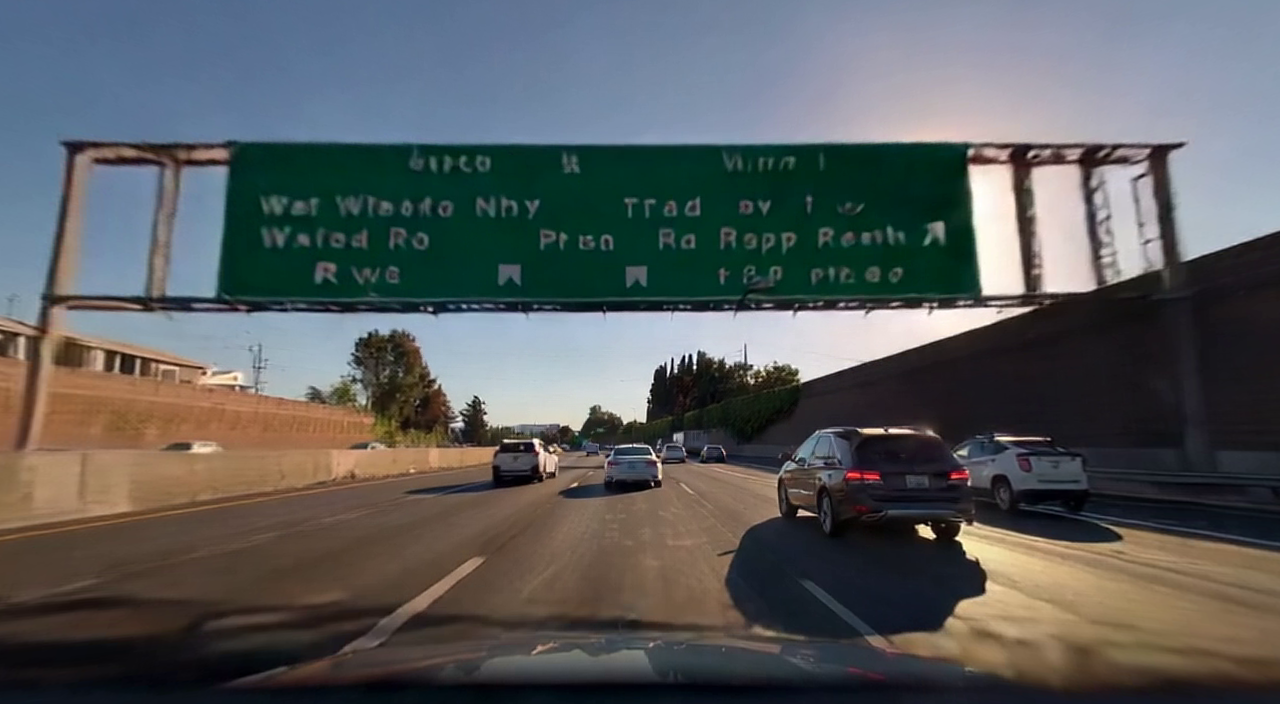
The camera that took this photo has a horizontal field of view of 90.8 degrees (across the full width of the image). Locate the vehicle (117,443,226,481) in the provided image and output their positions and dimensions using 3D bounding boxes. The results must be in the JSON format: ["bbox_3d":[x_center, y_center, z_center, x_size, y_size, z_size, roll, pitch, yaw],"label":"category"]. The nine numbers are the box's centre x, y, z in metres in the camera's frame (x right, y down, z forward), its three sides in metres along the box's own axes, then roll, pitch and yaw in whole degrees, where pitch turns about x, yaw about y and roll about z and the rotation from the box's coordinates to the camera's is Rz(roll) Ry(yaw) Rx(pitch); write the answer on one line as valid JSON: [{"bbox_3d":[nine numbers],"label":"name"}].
[{"bbox_3d":[-21.726,5.087,29.535,1.843,1.590,4.344,0,-9,-2],"label":"vehicle"}]

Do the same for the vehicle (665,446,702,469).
[{"bbox_3d":[2.989,7.330,44.094,1.998,1.490,4.296,0,-9,-3],"label":"vehicle"}]

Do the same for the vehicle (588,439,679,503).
[{"bbox_3d":[-0.207,3.069,16.712,2.098,1.475,3.997,0,-8,-2],"label":"vehicle"}]

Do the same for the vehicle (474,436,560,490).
[{"bbox_3d":[-4.429,4.088,23.591,2.218,1.776,5.031,0,-8,0],"label":"vehicle"}]

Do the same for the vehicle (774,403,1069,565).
[{"bbox_3d":[3.651,1.822,9.472,2.162,1.800,4.693,0,-9,-1],"label":"vehicle"}]
